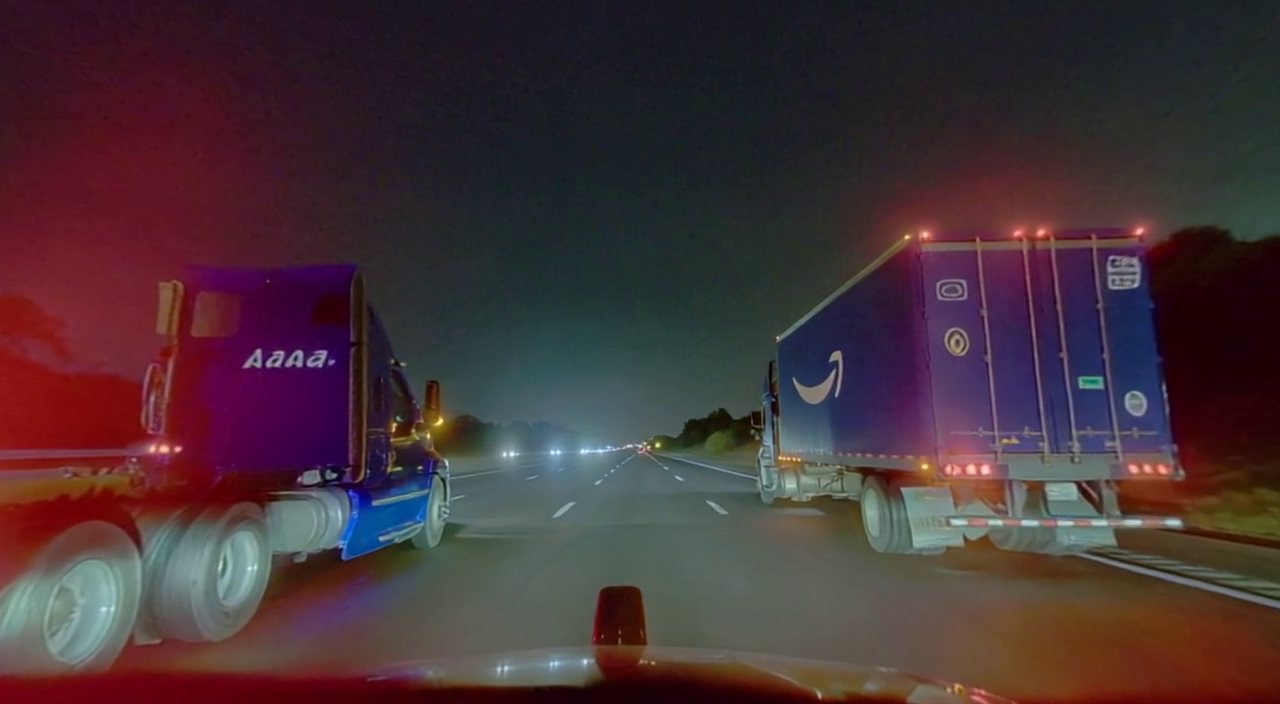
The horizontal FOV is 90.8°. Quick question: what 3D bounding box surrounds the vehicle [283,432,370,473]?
[{"bbox_3d":[-18.587,5.998,37.814,2.176,2.251,5.723,0,-9,0],"label":"vehicle"}]
